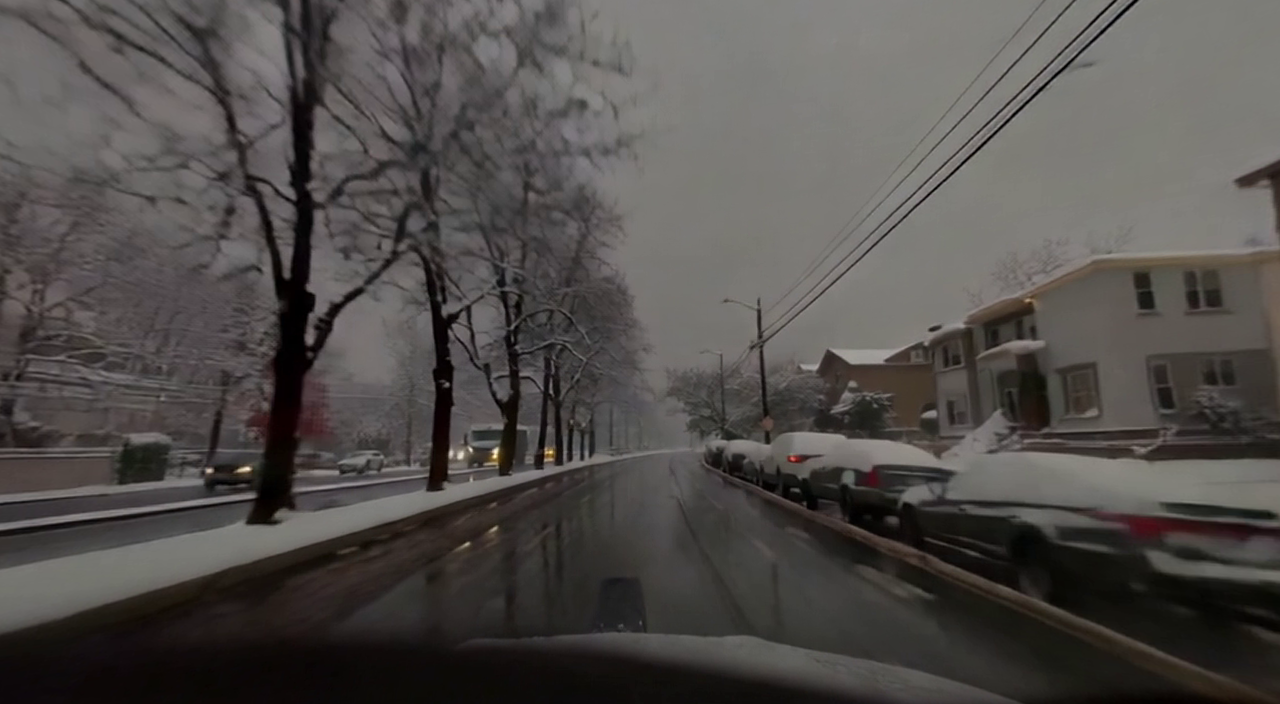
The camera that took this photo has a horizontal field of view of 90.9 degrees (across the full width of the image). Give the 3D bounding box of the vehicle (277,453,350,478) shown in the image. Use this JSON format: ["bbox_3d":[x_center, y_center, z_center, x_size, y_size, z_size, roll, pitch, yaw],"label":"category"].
[{"bbox_3d":[-22.703,7.920,44.141,2.026,1.531,5.099,-1,-8,6],"label":"vehicle"}]

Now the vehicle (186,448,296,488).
[{"bbox_3d":[-18.603,5.384,29.720,1.965,1.640,4.665,-1,-8,3],"label":"vehicle"}]

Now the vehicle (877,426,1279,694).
[{"bbox_3d":[4.308,1.528,6.089,2.027,1.503,4.838,0,-8,-2],"label":"vehicle"}]
